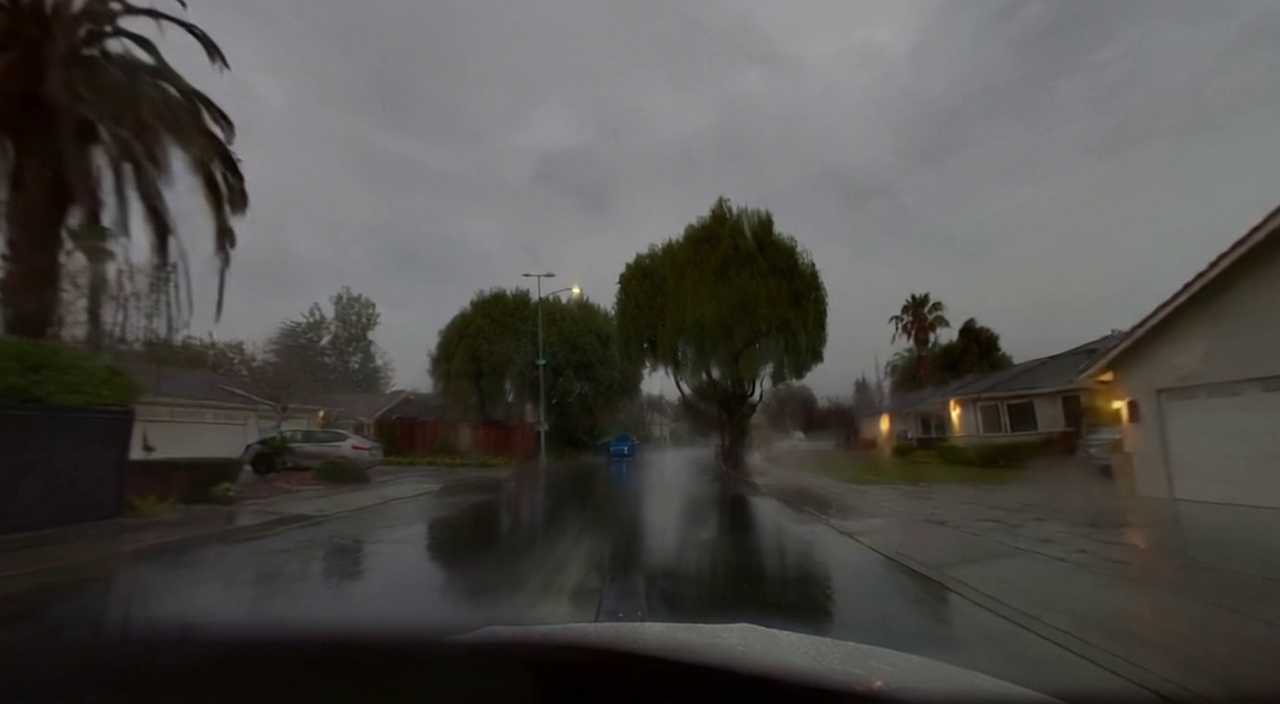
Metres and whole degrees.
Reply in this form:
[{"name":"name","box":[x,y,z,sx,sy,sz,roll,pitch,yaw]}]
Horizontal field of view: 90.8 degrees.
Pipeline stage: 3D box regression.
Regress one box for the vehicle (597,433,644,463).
[{"name":"vehicle","box":[-1.321,7.125,47.036,2.274,2.008,6.986,-1,-8,9]}]

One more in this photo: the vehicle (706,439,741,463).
[{"name":"vehicle","box":[6.166,7.355,47.229,2.051,1.676,4.497,0,-8,1]}]

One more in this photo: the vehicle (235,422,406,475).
[{"name":"vehicle","box":[-12.450,3.791,24.926,5.497,1.983,2.191,0,-8,1]}]
